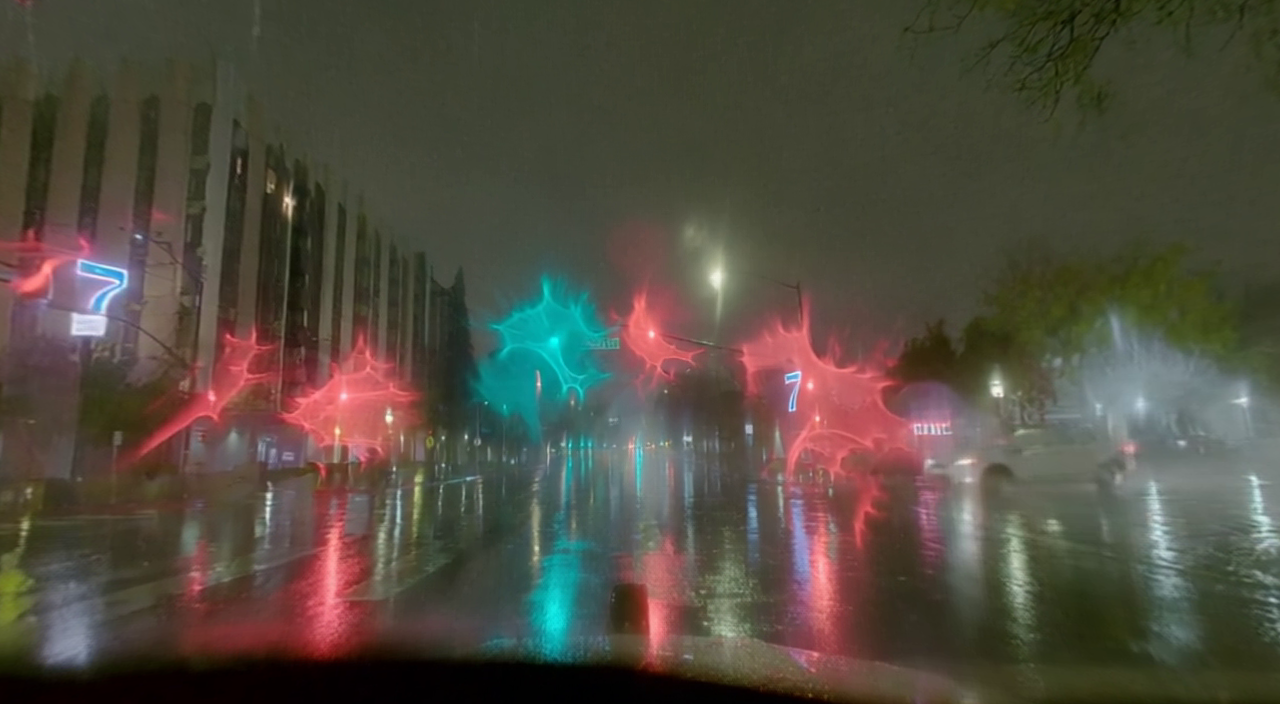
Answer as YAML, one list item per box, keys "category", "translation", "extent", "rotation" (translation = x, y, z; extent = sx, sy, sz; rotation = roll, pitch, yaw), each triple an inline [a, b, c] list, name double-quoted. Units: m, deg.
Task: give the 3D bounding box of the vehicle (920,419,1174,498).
- category: "vehicle"
  translation: [9.813, 2.601, 15.543]
  extent: [4.836, 1.795, 1.957]
  rotation: [0, -8, 0]
